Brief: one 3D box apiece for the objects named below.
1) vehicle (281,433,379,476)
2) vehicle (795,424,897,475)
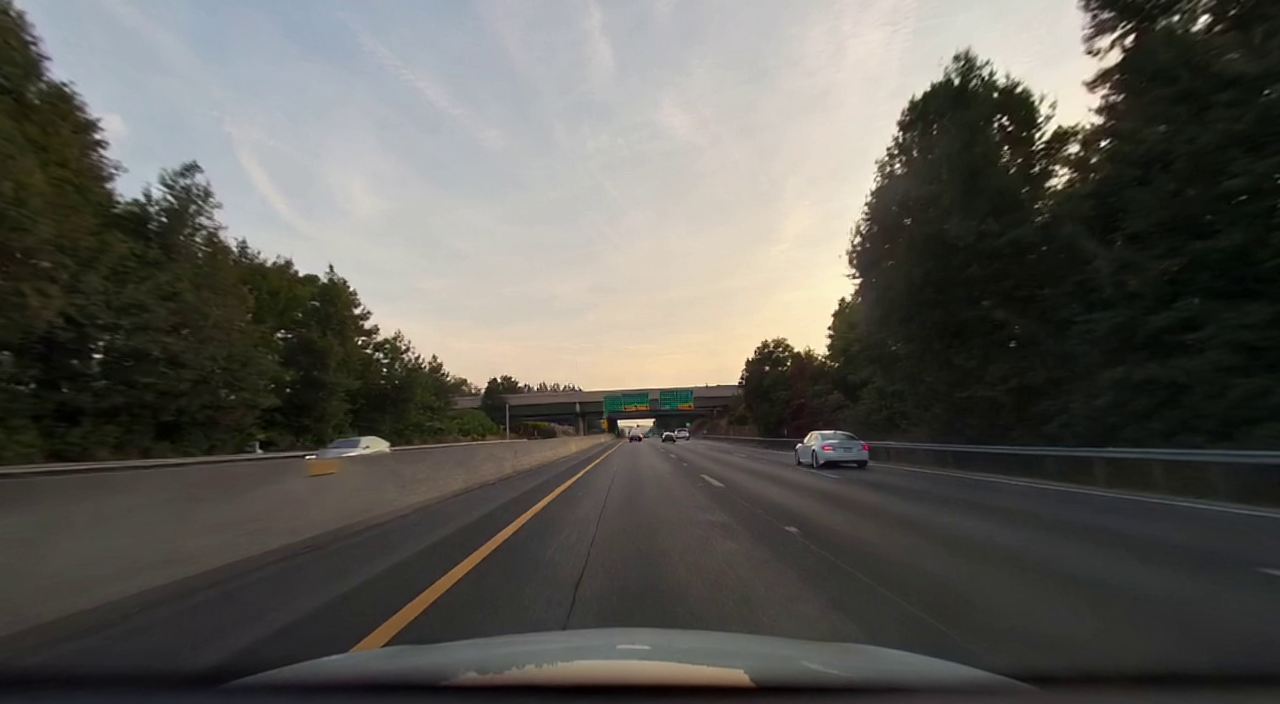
[{"bbox_3d":[-12.841,4.253,26.467,1.932,1.630,4.386,0,-8,-1],"label":"vehicle"},{"bbox_3d":[6.991,3.334,21.865,1.940,1.578,4.122,0,-8,-3],"label":"vehicle"}]
